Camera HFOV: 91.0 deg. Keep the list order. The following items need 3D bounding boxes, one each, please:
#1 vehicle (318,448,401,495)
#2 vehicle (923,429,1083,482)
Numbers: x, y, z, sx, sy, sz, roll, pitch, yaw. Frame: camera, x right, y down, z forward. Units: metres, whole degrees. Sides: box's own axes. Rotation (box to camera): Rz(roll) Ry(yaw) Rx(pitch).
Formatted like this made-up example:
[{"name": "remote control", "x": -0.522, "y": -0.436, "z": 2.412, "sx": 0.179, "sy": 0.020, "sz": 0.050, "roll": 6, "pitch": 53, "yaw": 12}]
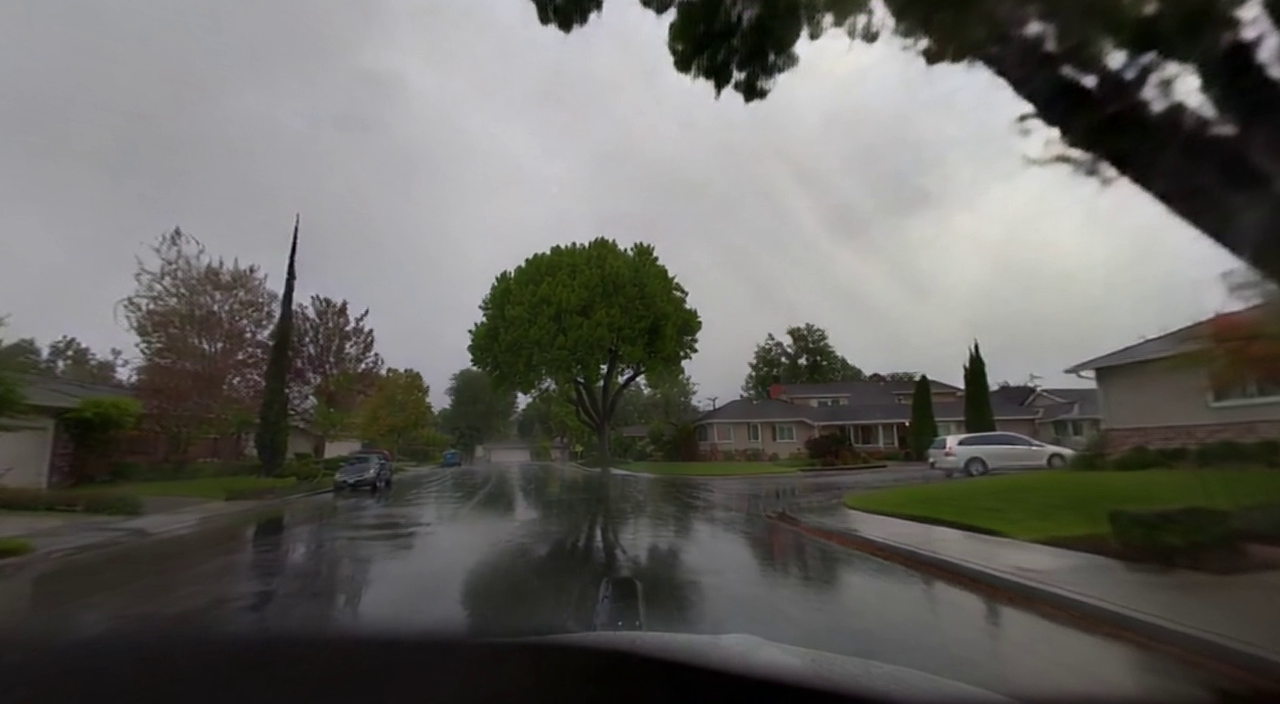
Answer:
[{"name": "vehicle", "x": -10.516, "y": 4.479, "z": 23.922, "sx": 1.938, "sy": 1.499, "sz": 4.290, "roll": -2, "pitch": -9, "yaw": -11}, {"name": "vehicle", "x": 13.360, "y": 3.796, "z": 23.275, "sx": 4.933, "sy": 1.817, "sz": 2.014, "roll": 1, "pitch": -8, "yaw": -12}]
